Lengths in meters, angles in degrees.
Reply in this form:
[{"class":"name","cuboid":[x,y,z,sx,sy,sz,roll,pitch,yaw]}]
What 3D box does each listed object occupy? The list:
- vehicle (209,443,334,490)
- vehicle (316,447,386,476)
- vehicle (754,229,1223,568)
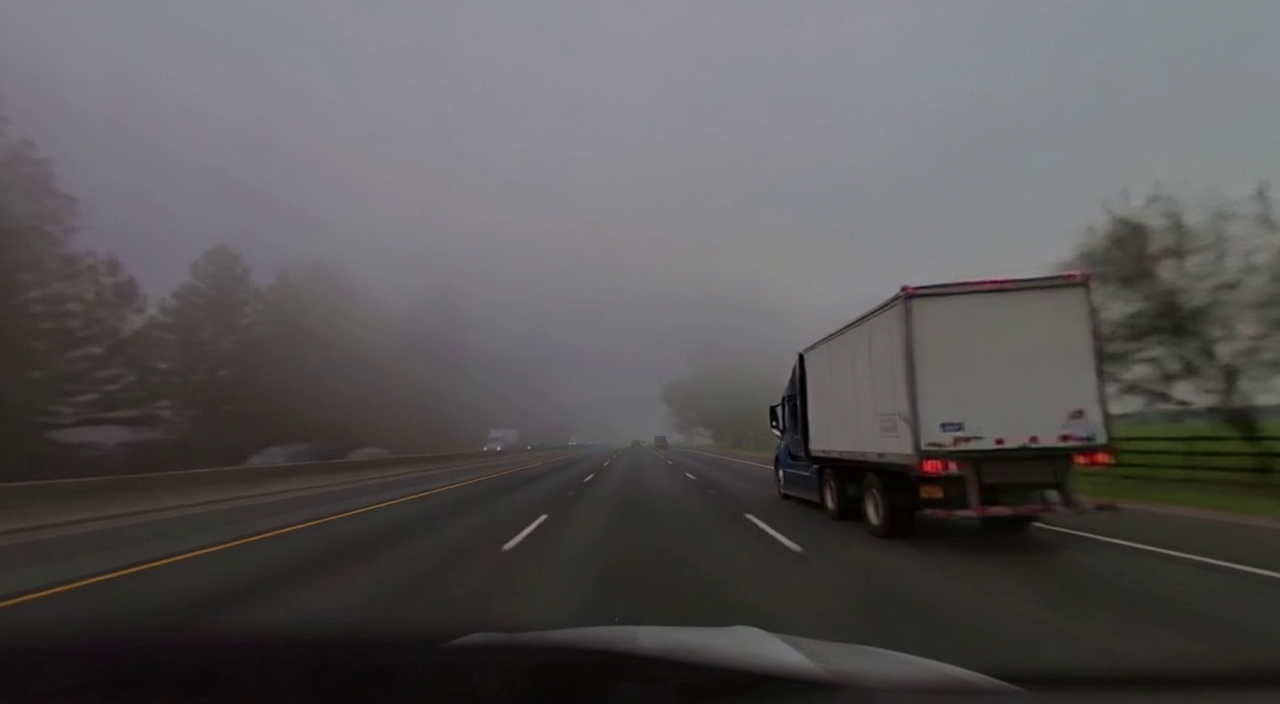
[{"class":"vehicle","cuboid":[-12.734,3.932,22.104,1.841,1.432,4.245,-1,-8,0]},{"class":"vehicle","cuboid":[-16.256,6.151,35.628,1.867,1.442,4.385,-1,-8,0]},{"class":"vehicle","cuboid":[4.109,0.932,10.127,2.766,3.349,7.796,0,-8,-2]}]
